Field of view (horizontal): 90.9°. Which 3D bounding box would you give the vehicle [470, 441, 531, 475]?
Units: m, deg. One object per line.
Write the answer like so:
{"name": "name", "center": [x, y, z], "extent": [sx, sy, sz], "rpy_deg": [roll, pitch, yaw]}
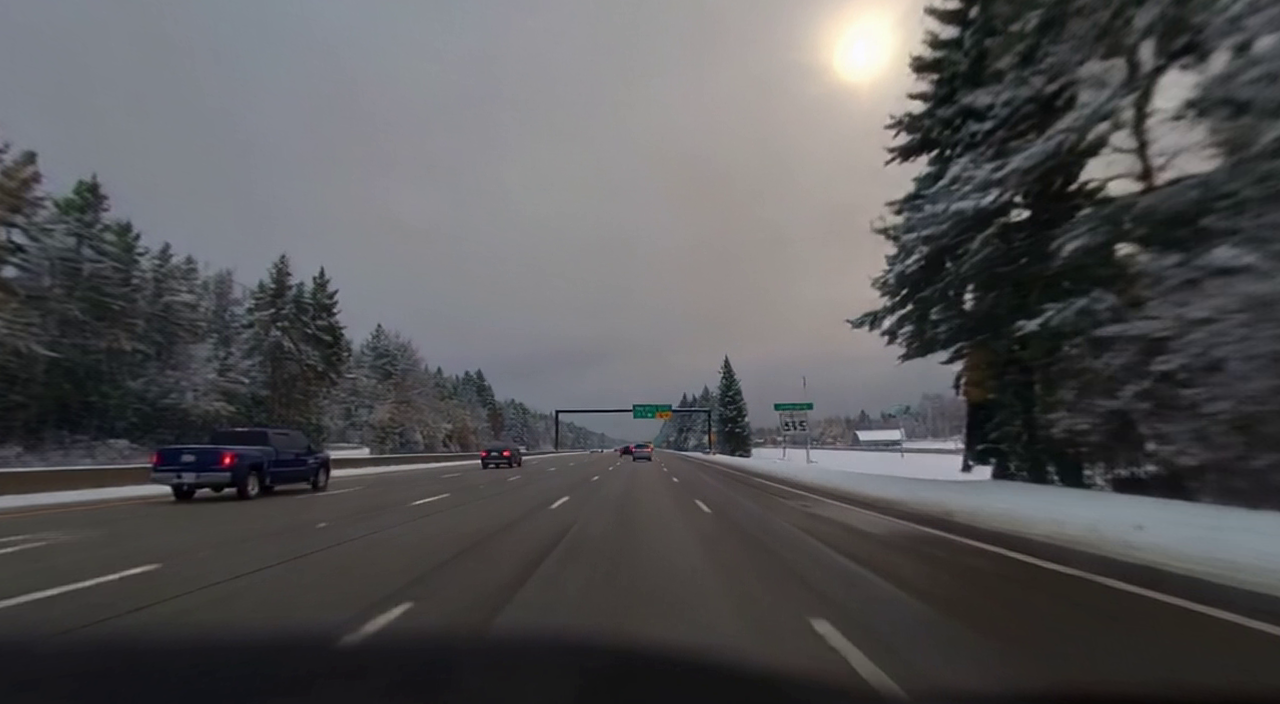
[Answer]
{"name": "vehicle", "center": [-6.682, 5.130, 30.708], "extent": [1.919, 1.499, 4.234], "rpy_deg": [0, -8, 1]}

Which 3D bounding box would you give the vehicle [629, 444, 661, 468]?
{"name": "vehicle", "center": [0.335, 6.788, 41.381], "extent": [1.984, 1.471, 4.202], "rpy_deg": [0, -8, 1]}

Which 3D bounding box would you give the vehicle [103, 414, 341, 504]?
{"name": "vehicle", "center": [-10.771, 2.819, 17.076], "extent": [2.347, 1.984, 5.778], "rpy_deg": [0, -8, 2]}
